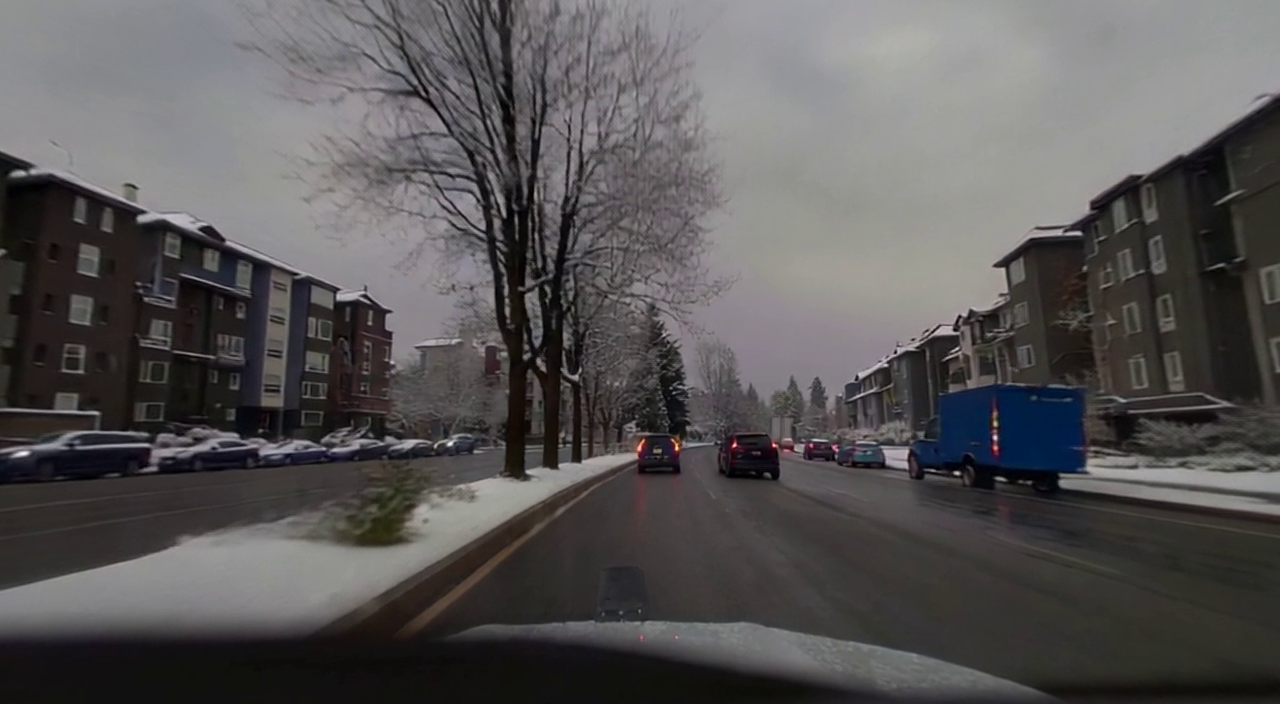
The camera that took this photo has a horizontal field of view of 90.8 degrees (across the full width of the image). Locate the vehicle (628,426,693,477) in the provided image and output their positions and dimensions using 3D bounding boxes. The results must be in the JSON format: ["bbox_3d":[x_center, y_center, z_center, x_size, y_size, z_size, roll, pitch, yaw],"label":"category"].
[{"bbox_3d":[0.868,3.941,25.229,2.345,1.841,5.032,0,-8,3],"label":"vehicle"}]

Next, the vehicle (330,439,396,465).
[{"bbox_3d":[-17.401,6.389,39.911,1.849,1.455,4.606,-2,-11,4],"label":"vehicle"}]

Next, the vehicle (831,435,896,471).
[{"bbox_3d":[11.891,5.373,33.939,2.080,1.744,4.889,0,-8,5],"label":"vehicle"}]

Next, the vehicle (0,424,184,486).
[{"bbox_3d":[-18.542,3.444,20.942,2.272,1.746,5.914,-1,-10,2],"label":"vehicle"}]

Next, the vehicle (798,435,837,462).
[{"bbox_3d":[12.954,7.065,46.380,1.938,1.860,4.690,-1,-8,6],"label":"vehicle"}]

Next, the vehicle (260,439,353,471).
[{"bbox_3d":[-17.711,5.508,33.873,1.951,1.513,5.107,-3,-9,4],"label":"vehicle"}]

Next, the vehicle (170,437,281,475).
[{"bbox_3d":[-18.173,4.602,27.984,1.845,1.512,4.316,-2,-9,2],"label":"vehicle"}]

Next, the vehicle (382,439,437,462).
[{"bbox_3d":[-16.689,7.207,46.005,2.023,1.561,4.497,-3,-10,5],"label":"vehicle"}]

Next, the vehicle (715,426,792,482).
[{"bbox_3d":[3.985,3.660,22.954,2.033,1.823,4.409,0,-8,1],"label":"vehicle"}]

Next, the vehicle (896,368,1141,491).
[{"bbox_3d":[11.350,2.575,20.149,3.705,3.221,6.779,-1,-9,3],"label":"vehicle"}]
